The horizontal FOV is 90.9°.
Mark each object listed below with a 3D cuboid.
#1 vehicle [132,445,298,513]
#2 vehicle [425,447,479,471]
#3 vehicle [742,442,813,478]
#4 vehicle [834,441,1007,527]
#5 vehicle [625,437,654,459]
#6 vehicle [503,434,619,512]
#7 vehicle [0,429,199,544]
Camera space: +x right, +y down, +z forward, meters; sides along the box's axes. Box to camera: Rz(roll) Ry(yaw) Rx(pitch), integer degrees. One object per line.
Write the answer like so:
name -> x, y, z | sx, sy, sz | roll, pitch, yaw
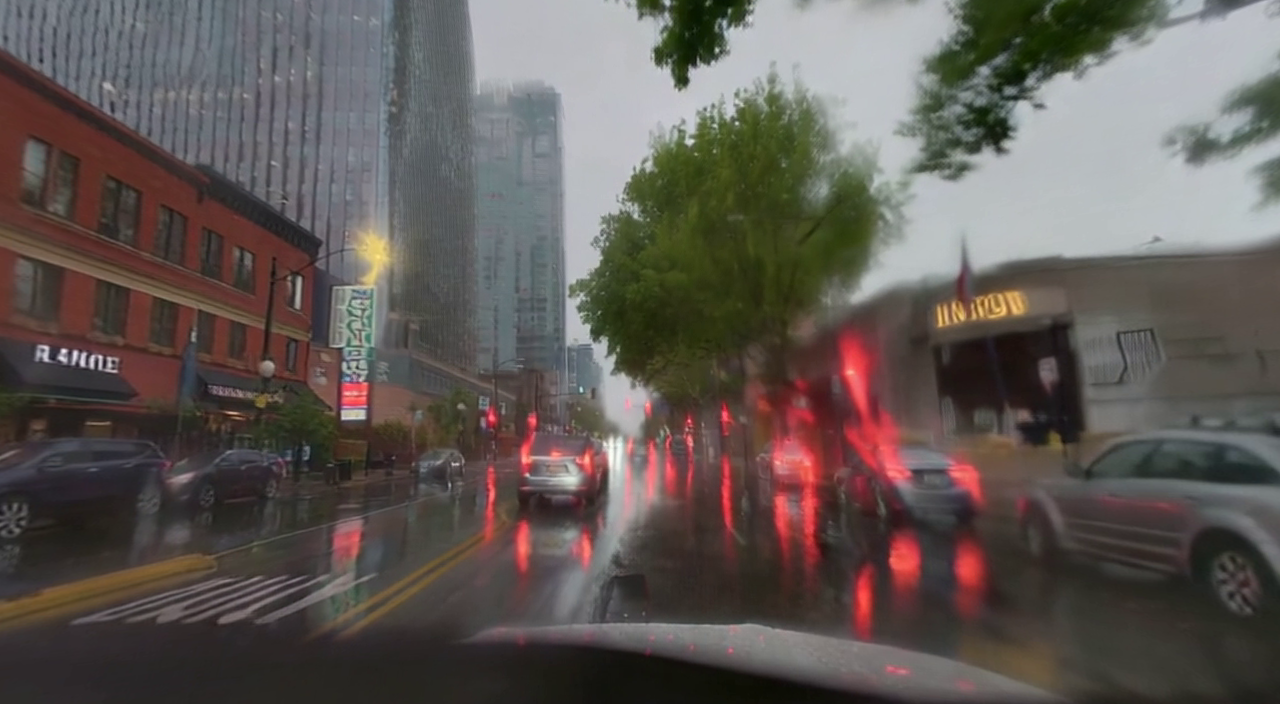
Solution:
vehicle -> -12.649, 3.743, 19.205 | 2.000, 1.708, 4.494 | -3, -8, -1
vehicle -> -12.588, 7.185, 42.540 | 2.075, 1.472, 4.638 | 0, -8, 2
vehicle -> 5.879, 4.667, 27.504 | 1.956, 1.446, 4.537 | 0, -8, -1
vehicle -> 5.737, 2.713, 13.525 | 1.986, 1.555, 3.879 | 0, -8, 1
vehicle -> -0.081, 7.138, 46.804 | 2.102, 1.521, 4.078 | 0, -8, -1
vehicle -> -1.729, 2.621, 14.213 | 2.169, 1.427, 4.531 | 1, -9, -6
vehicle -> -12.652, 2.699, 13.206 | 2.384, 2.044, 6.030 | 0, -8, 0
